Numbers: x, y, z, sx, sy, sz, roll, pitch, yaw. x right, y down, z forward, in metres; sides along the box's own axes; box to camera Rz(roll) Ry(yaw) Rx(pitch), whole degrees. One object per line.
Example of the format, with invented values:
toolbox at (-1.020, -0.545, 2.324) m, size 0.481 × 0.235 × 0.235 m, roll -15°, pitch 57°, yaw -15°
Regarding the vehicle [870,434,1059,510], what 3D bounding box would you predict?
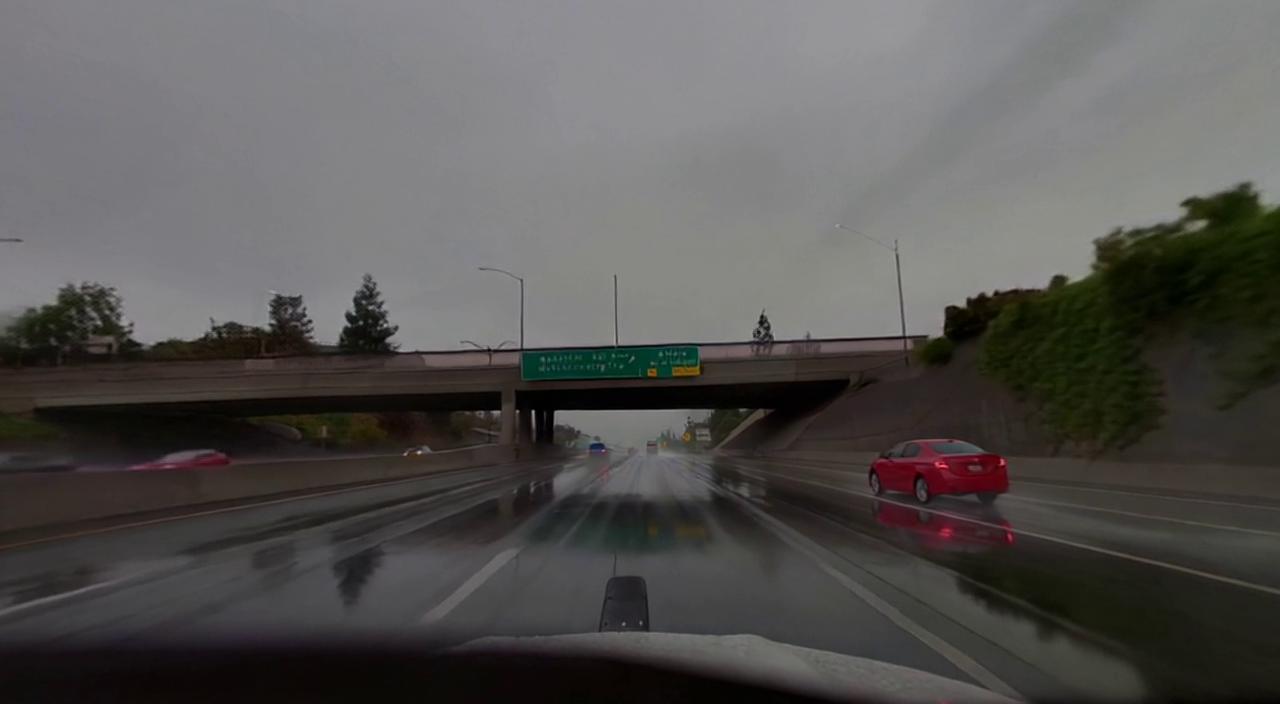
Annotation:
vehicle at (7.180, 2.690, 14.640) m, size 1.914 × 1.465 × 4.574 m, roll 0°, pitch -8°, yaw 0°
